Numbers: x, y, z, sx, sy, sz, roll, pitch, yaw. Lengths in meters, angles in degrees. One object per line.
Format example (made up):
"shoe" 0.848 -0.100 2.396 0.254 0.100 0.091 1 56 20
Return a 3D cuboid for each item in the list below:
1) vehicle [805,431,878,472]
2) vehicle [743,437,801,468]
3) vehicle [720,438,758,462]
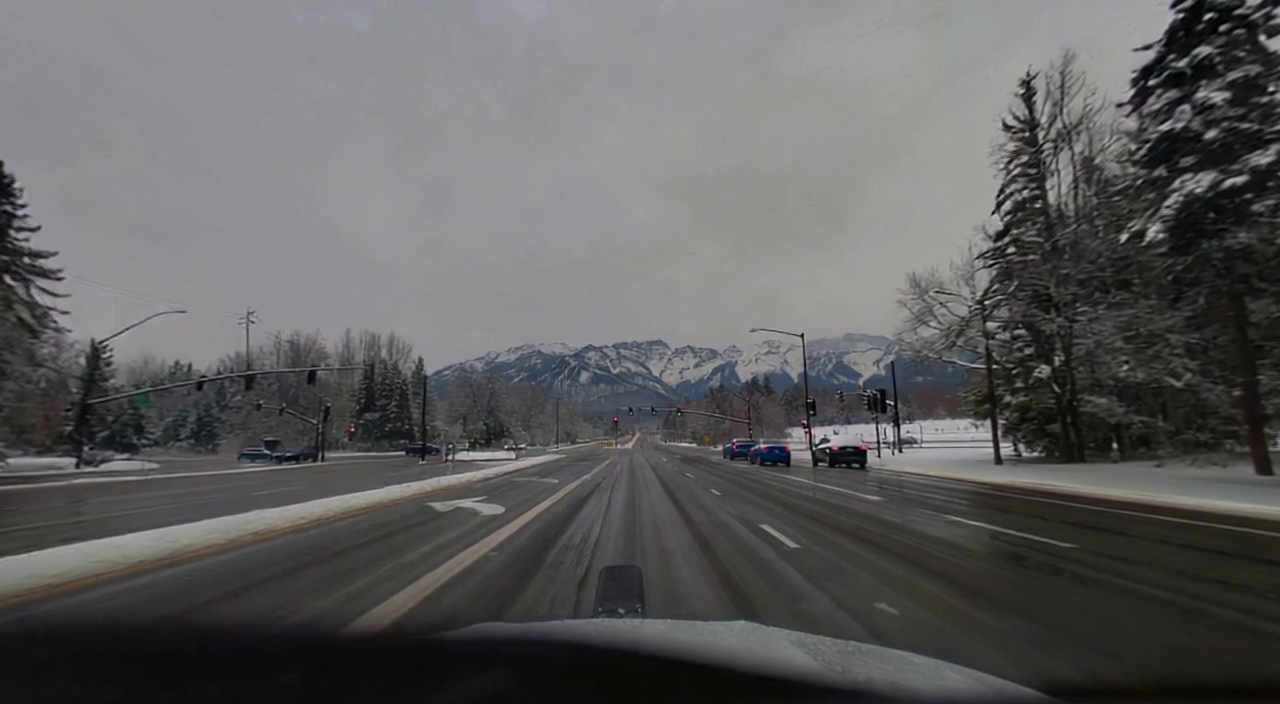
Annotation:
"vehicle" 9.440 4.708 30.034 1.977 1.773 4.646 0 -8 1
"vehicle" 6.916 5.322 33.604 1.990 1.480 4.624 0 -8 -1
"vehicle" 6.857 6.836 44.221 1.899 1.570 4.666 0 -8 0
